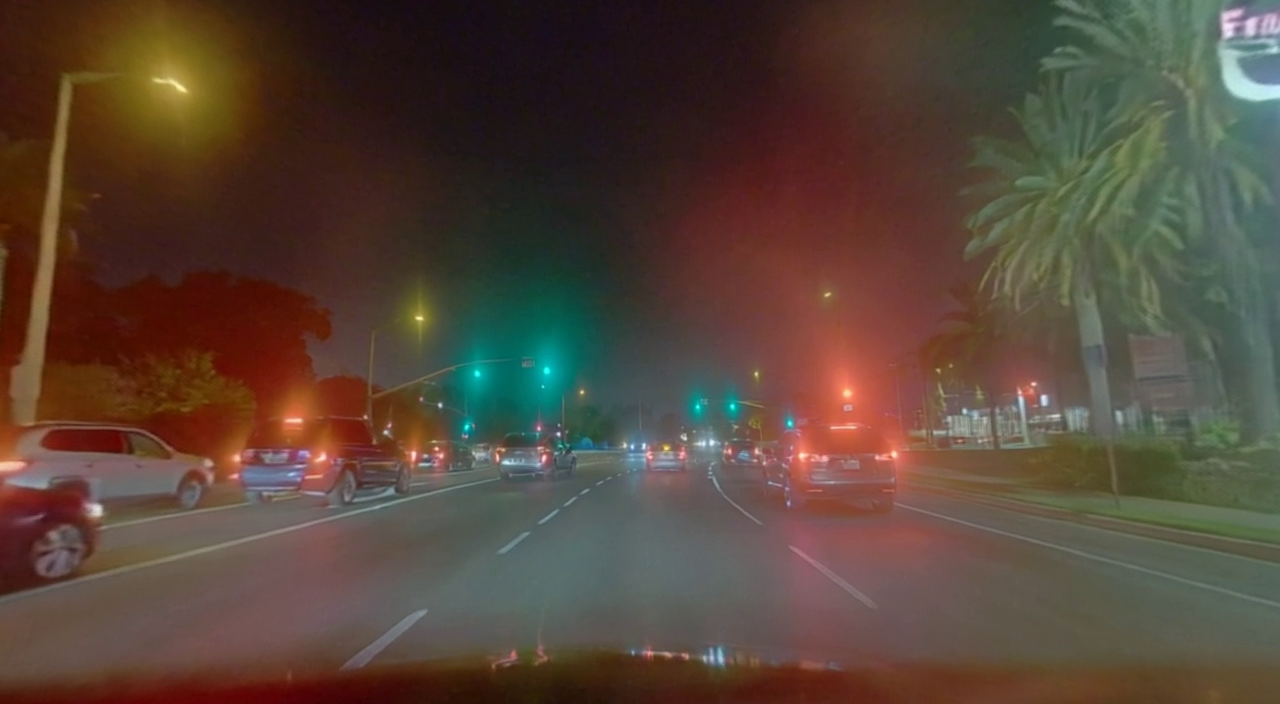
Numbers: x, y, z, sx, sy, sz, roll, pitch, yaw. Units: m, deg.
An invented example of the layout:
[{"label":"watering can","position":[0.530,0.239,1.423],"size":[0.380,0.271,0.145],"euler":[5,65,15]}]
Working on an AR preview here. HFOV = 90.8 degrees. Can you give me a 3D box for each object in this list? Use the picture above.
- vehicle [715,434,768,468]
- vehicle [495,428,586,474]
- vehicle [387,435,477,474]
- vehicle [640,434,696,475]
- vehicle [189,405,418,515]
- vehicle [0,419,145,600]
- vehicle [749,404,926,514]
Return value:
[{"label":"vehicle","position":[4.884,4.848,30.965],"size":[2.149,1.532,4.168],"euler":[-1,-8,4]},{"label":"vehicle","position":[-4.120,4.206,27.009],"size":[2.088,1.746,4.650],"euler":[-3,-9,15]},{"label":"vehicle","position":[-8.680,4.326,26.836],"size":[2.017,1.472,4.418],"euler":[-1,-8,4]},{"label":"vehicle","position":[1.164,4.111,25.477],"size":[2.057,1.492,3.825],"euler":[-1,-8,4]},{"label":"vehicle","position":[-6.678,2.219,13.340],"size":[2.127,1.888,4.637],"euler":[-1,-8,2]},{"label":"vehicle","position":[-6.305,1.158,4.199],"size":[1.935,1.483,4.973],"euler":[0,-8,1]},{"label":"vehicle","position":[3.958,2.281,13.876],"size":[2.267,1.931,5.145],"euler":[0,-8,1]}]
